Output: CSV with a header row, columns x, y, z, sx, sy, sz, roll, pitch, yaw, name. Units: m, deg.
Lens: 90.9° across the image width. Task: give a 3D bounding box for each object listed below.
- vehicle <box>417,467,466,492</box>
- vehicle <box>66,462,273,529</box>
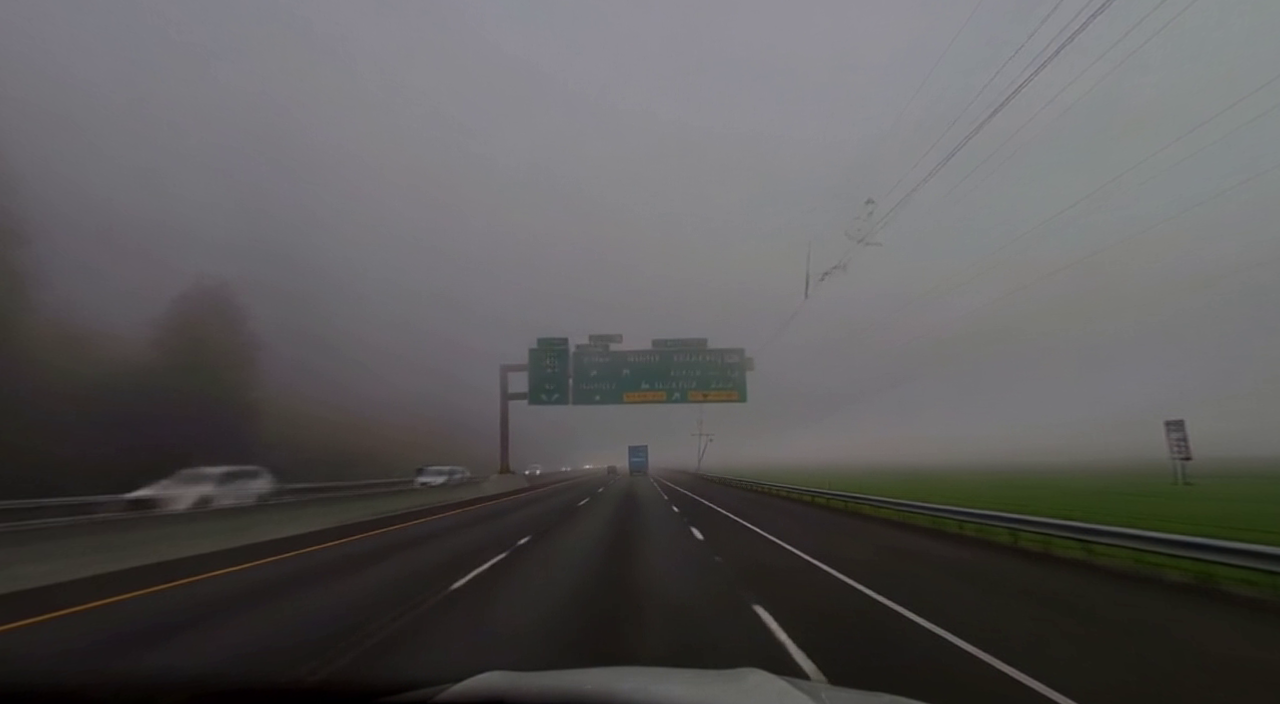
x,y,z,sx,sy,sz,roll,pitch,yaw,name
-12.095,7.806,38.623,1.730,1.406,3.971,1,-10,0,vehicle
-11.883,3.638,16.412,1.881,1.438,4.529,1,-10,0,vehicle
